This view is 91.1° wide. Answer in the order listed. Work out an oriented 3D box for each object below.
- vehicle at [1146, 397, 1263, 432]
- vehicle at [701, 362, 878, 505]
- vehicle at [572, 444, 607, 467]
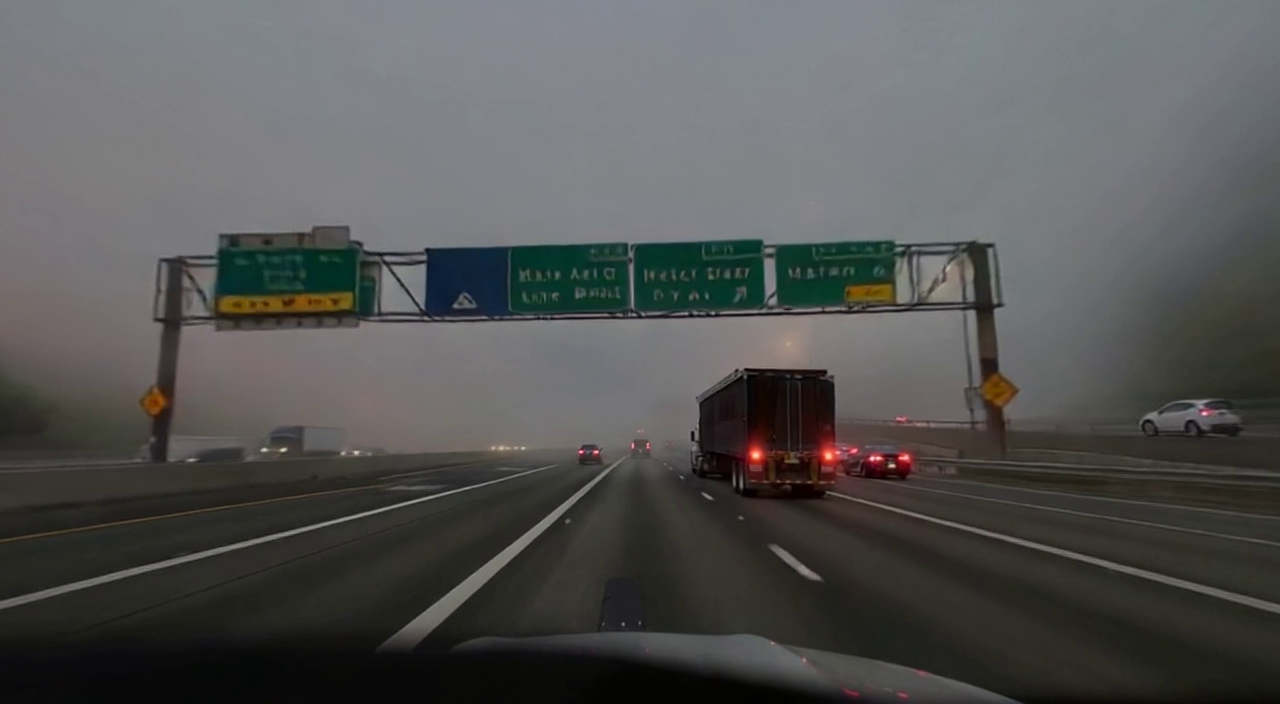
[{"bbox_3d":[28.623,3.230,32.051,1.928,1.603,4.315,1,-7,-2],"label":"vehicle"},{"bbox_3d":[4.071,2.722,20.334,3.049,3.395,10.595,0,-9,-1],"label":"vehicle"},{"bbox_3d":[-3.549,7.415,45.309,2.143,1.529,4.918,0,-9,0],"label":"vehicle"}]
